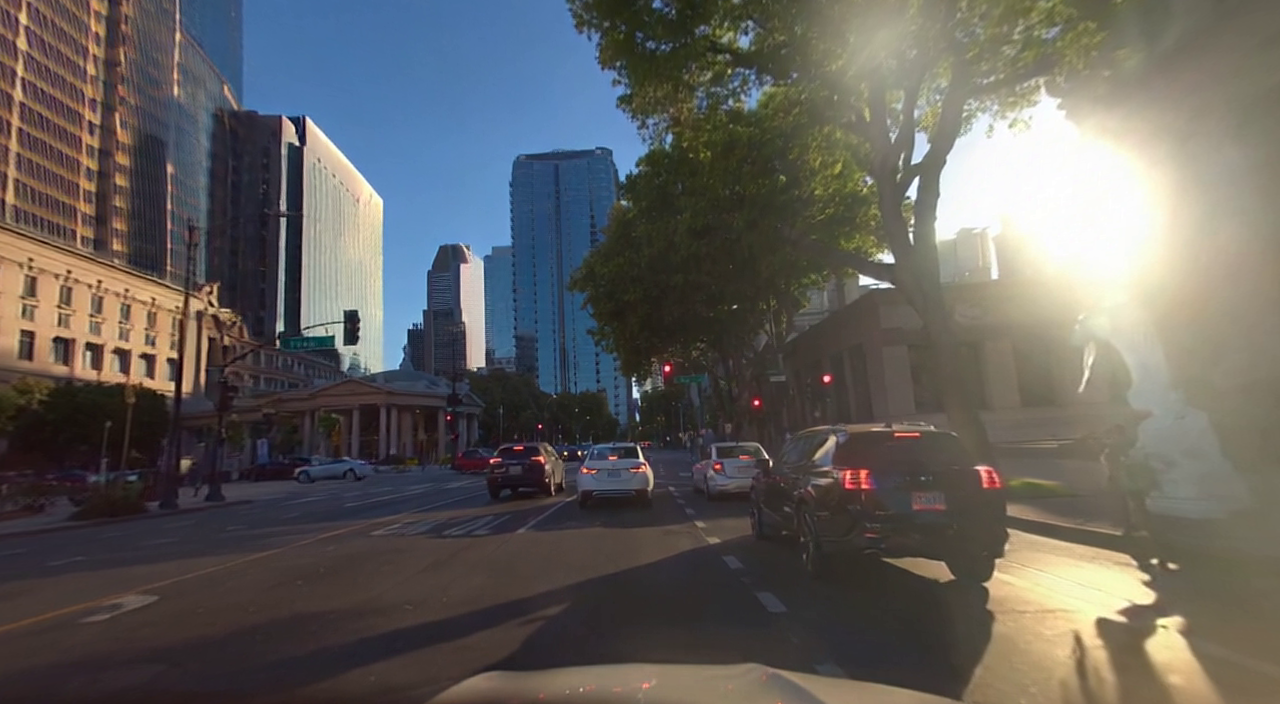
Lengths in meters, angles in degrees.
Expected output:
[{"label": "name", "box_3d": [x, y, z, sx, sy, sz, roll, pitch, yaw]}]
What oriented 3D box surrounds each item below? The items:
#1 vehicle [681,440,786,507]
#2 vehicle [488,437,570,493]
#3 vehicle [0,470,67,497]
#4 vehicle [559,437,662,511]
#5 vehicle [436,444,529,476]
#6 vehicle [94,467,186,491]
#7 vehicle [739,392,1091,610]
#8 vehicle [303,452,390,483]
[{"label": "vehicle", "box_3d": [2.230, 3.034, 16.253, 1.943, 1.449, 4.202, 0, -9, -1]}, {"label": "vehicle", "box_3d": [-3.591, 3.742, 21.321, 2.045, 1.633, 4.864, 0, -9, -2]}, {"label": "vehicle", "box_3d": [-40.160, 8.500, 40.889, 4.224, 1.622, 1.808, 0, -9, -1]}, {"label": "vehicle", "box_3d": [-0.619, 2.797, 14.956, 2.096, 1.492, 4.071, 0, -9, -1]}, {"label": "vehicle", "box_3d": [-9.234, 6.323, 37.235, 4.855, 1.769, 2.071, 5, -10, -30]}, {"label": "vehicle", "box_3d": [-32.298, 8.218, 40.854, 4.392, 1.427, 1.764, 0, -9, -1]}, {"label": "vehicle", "box_3d": [2.616, 1.558, 7.483, 2.096, 1.775, 4.440, 0, -9, -1]}, {"label": "vehicle", "box_3d": [-18.462, 7.206, 39.797, 4.612, 1.752, 1.953, 6, -10, -35]}]
